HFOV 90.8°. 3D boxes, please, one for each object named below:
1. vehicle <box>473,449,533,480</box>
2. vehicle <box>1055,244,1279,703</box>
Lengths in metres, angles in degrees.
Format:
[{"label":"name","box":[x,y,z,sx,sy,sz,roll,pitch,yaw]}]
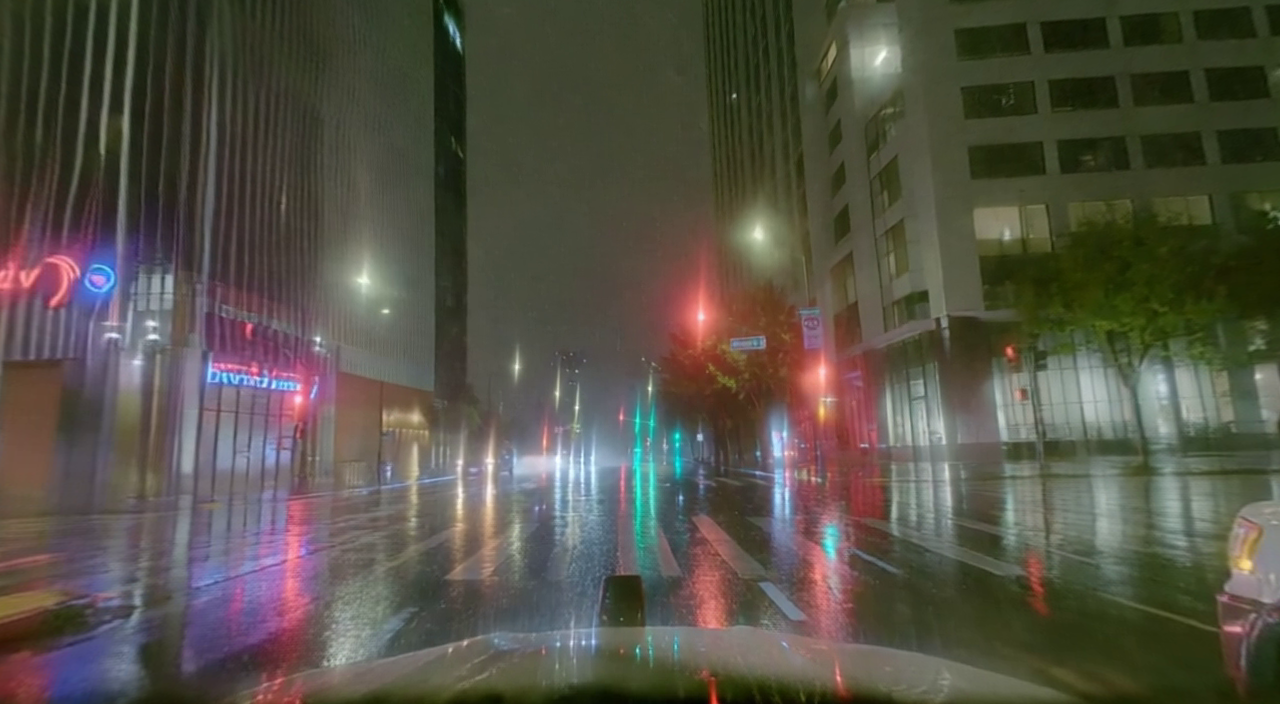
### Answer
[{"label":"vehicle","box":[-6.965,5.766,32.574,1.893,1.451,4.276,-1,-9,3]},{"label":"vehicle","box":[2.601,0.417,0.114,2.058,1.793,4.429,0,-9,1]}]
